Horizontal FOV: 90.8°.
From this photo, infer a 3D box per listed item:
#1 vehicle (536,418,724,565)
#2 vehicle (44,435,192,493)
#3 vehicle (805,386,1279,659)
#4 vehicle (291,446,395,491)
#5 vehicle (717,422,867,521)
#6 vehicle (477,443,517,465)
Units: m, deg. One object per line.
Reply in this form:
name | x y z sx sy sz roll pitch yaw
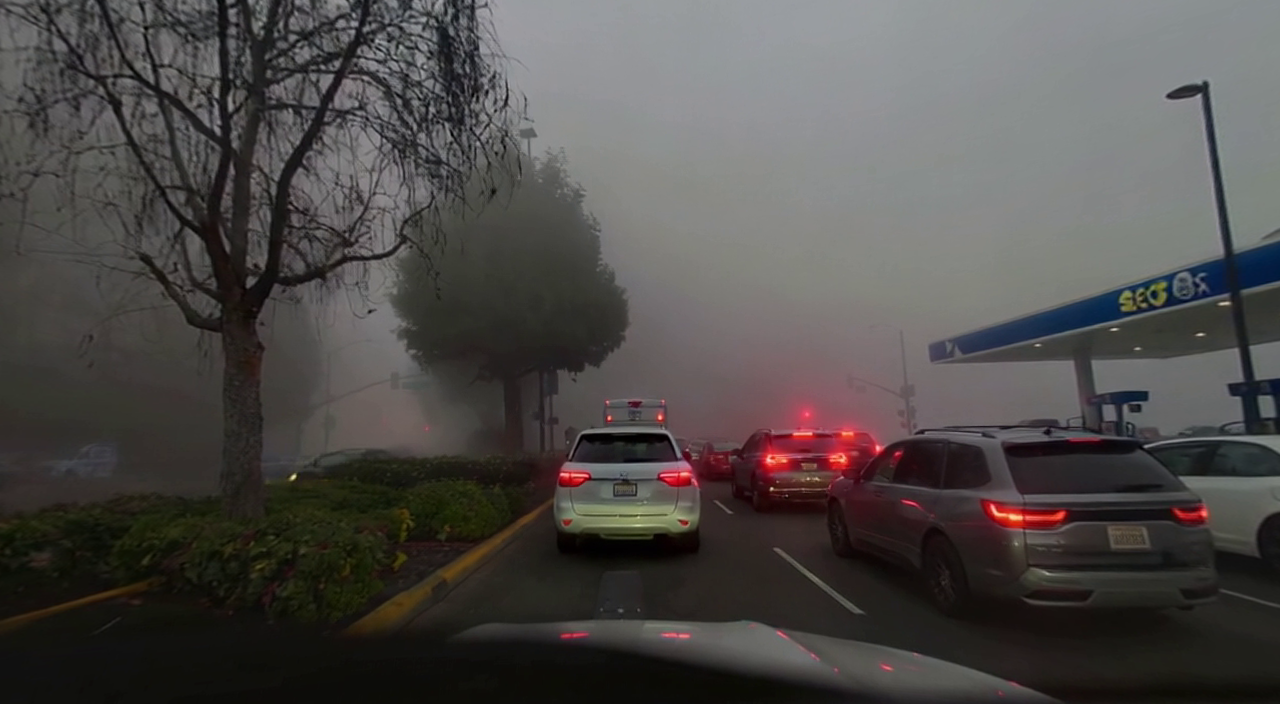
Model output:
vehicle | -0.161 1.849 9.025 2.106 1.613 3.697 0 -9 -1
vehicle | -26.949 5.757 33.051 2.571 2.711 6.027 0 -9 0
vehicle | 3.361 1.397 6.273 2.056 1.700 4.399 0 -9 -3
vehicle | -11.380 4.466 24.599 1.955 1.546 4.232 0 -9 0
vehicle | 2.904 2.389 13.092 1.995 1.677 4.106 0 -9 -1
vehicle | -11.158 7.995 49.638 2.055 1.663 4.637 -1 -9 1
